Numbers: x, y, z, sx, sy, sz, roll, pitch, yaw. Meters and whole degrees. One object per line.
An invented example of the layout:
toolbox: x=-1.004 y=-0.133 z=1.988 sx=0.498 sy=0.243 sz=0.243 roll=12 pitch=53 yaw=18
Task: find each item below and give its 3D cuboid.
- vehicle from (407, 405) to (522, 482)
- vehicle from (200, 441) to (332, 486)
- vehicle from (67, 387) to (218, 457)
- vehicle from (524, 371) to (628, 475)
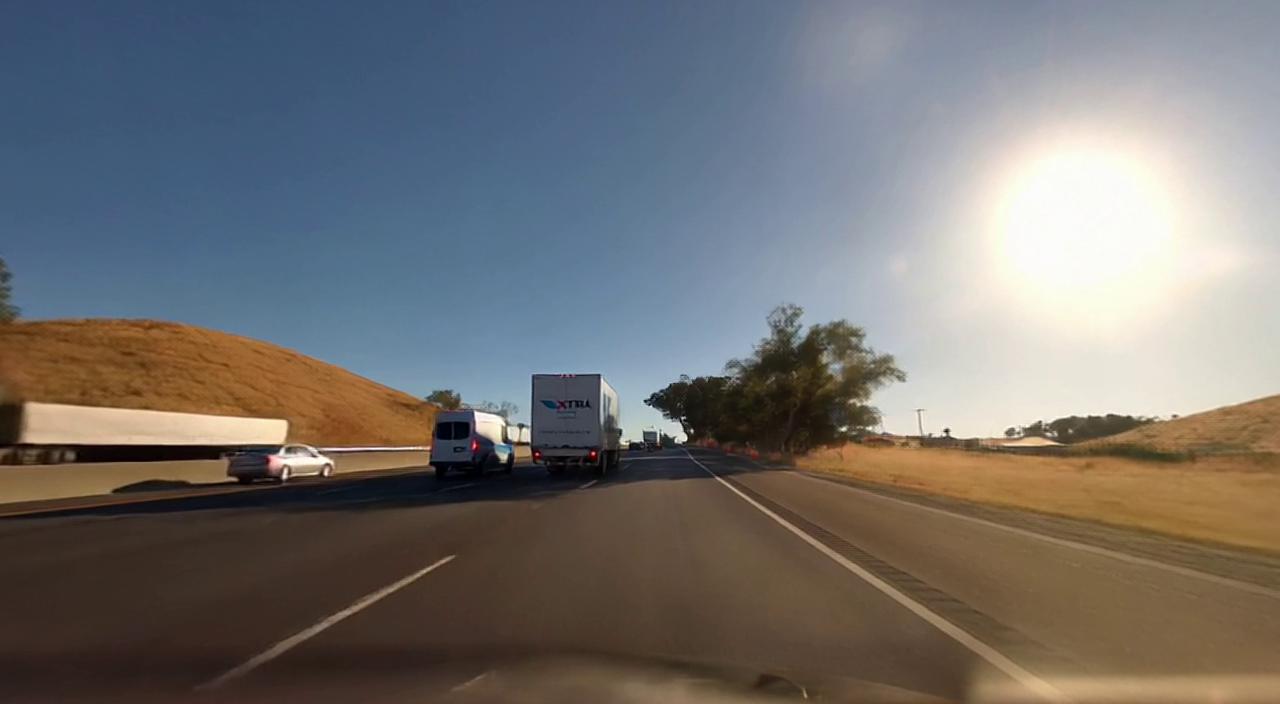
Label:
vehicle: x=-6.626 y=3.592 z=24.778 sx=2.469 sy=2.615 sz=5.874 roll=0 pitch=-8 yaw=3
vehicle: x=-13.868 y=4.141 z=23.733 sx=1.901 sy=1.487 sz=4.622 roll=0 pitch=-8 yaw=4
vehicle: x=-27.891 y=4.069 z=35.798 sx=2.985 sy=3.637 sz=6.298 roll=0 pitch=-8 yaw=4
vehicle: x=-2.557 y=3.461 z=29.260 sx=3.183 sy=4.011 sz=9.617 roll=0 pitch=-9 yaw=4
